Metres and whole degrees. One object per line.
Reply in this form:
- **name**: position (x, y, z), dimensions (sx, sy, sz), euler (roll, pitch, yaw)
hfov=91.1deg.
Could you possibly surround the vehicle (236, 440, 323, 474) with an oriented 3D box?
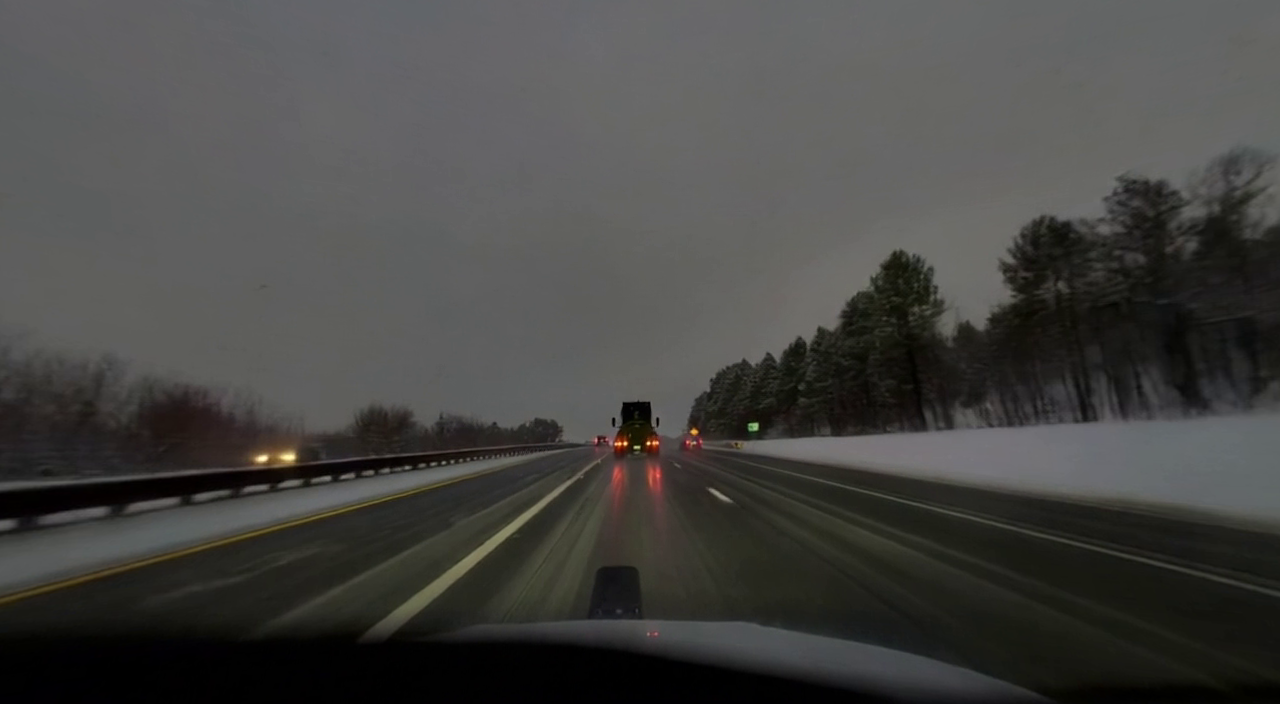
- **vehicle**: position (-17.685, 5.134, 31.103), dimensions (1.822, 1.505, 4.281), euler (0, -8, -1)

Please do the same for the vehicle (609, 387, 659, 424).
- **vehicle**: position (-0.225, 2.476, 28.622), dimensions (2.112, 1.472, 4.240), euler (0, -8, 1)

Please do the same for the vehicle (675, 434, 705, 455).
- **vehicle**: position (3.752, 7.051, 47.954), dimensions (1.910, 1.492, 4.324), euler (0, -8, 0)

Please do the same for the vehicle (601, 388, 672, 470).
- **vehicle**: position (-0.328, 4.058, 32.994), dimensions (2.953, 3.406, 13.372), euler (1, -7, -2)
